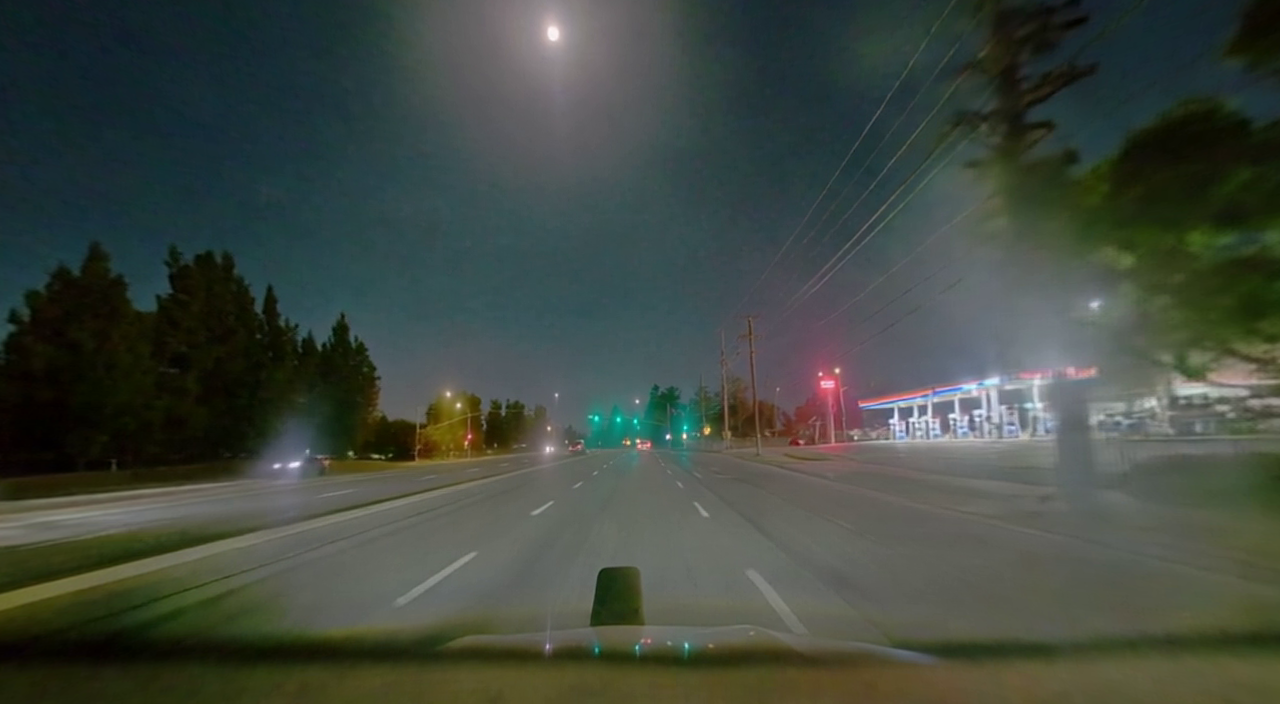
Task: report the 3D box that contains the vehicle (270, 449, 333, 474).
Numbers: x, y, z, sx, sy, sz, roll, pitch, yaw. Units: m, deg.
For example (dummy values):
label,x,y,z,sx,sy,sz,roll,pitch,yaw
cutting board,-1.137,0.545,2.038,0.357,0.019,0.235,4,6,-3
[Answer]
label,x,y,z,sx,sy,sz,roll,pitch,yaw
vehicle,-24.886,8.066,46.654,2.210,1.716,4.539,0,-8,-1
